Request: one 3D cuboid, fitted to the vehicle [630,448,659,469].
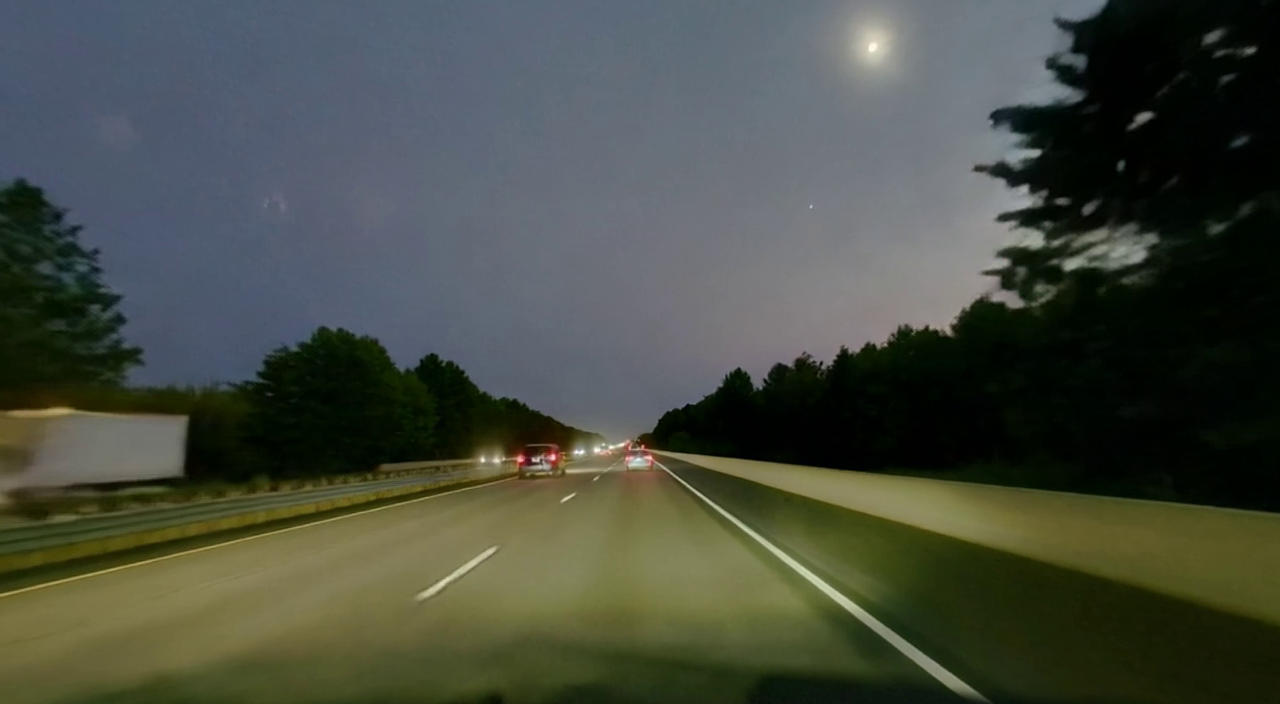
[{"bbox_3d":[0.292,7.743,45.960,2.046,1.452,4.407,0,-9,-1],"label":"vehicle"}]

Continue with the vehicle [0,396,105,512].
[{"bbox_3d":[-16.574,2.367,14.589,2.419,2.745,6.688,0,-9,0],"label":"vehicle"}]

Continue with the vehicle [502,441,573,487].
[{"bbox_3d":[-4.022,4.457,25.452,2.100,1.667,4.223,0,-9,1],"label":"vehicle"}]
